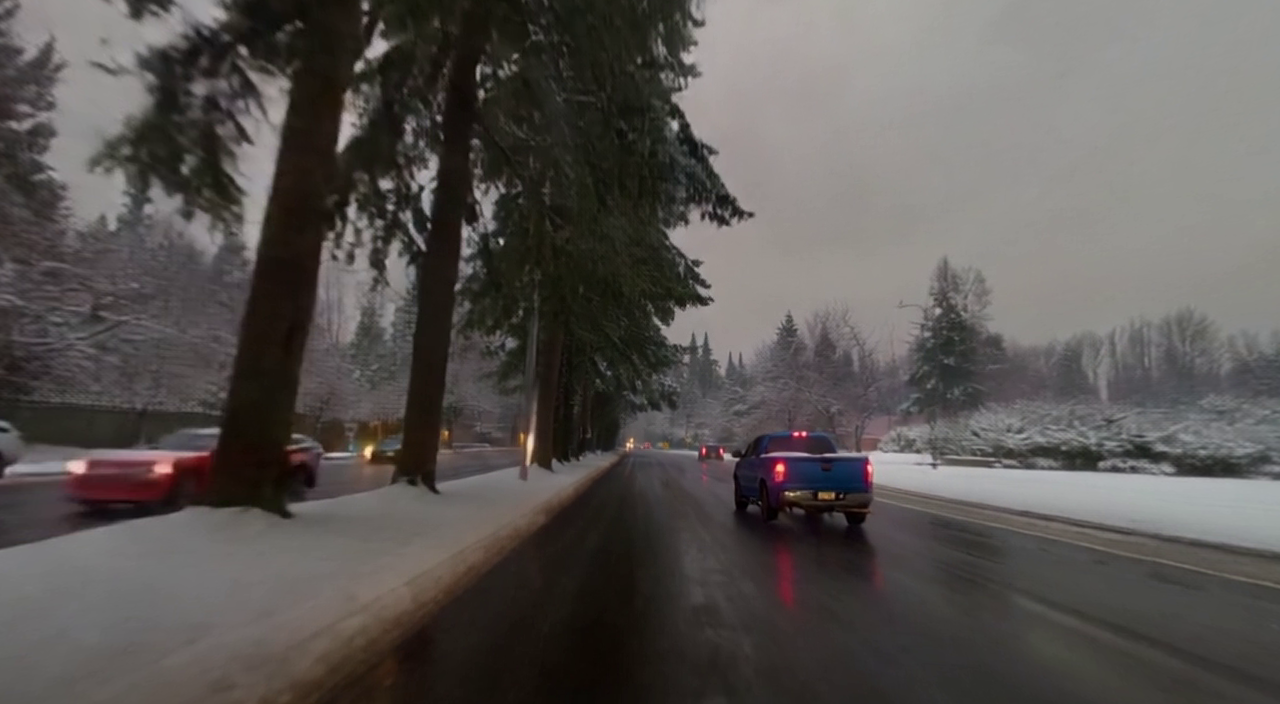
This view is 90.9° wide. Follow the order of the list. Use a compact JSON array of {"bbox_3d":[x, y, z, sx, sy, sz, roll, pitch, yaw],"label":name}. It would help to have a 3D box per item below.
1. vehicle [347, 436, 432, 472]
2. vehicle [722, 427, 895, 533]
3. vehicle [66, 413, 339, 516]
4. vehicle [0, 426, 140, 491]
[{"bbox_3d":[-10.959,4.476,27.989,1.892,1.471,4.532,0,-8,0],"label":"vehicle"},{"bbox_3d":[3.050,2.436,12.635,2.108,1.712,4.616,0,-8,-1],"label":"vehicle"},{"bbox_3d":[-8.099,2.143,12.410,2.121,1.639,4.525,0,-8,0],"label":"vehicle"},{"bbox_3d":[-15.534,2.679,16.015,1.870,1.472,4.410,0,-8,3],"label":"vehicle"}]
